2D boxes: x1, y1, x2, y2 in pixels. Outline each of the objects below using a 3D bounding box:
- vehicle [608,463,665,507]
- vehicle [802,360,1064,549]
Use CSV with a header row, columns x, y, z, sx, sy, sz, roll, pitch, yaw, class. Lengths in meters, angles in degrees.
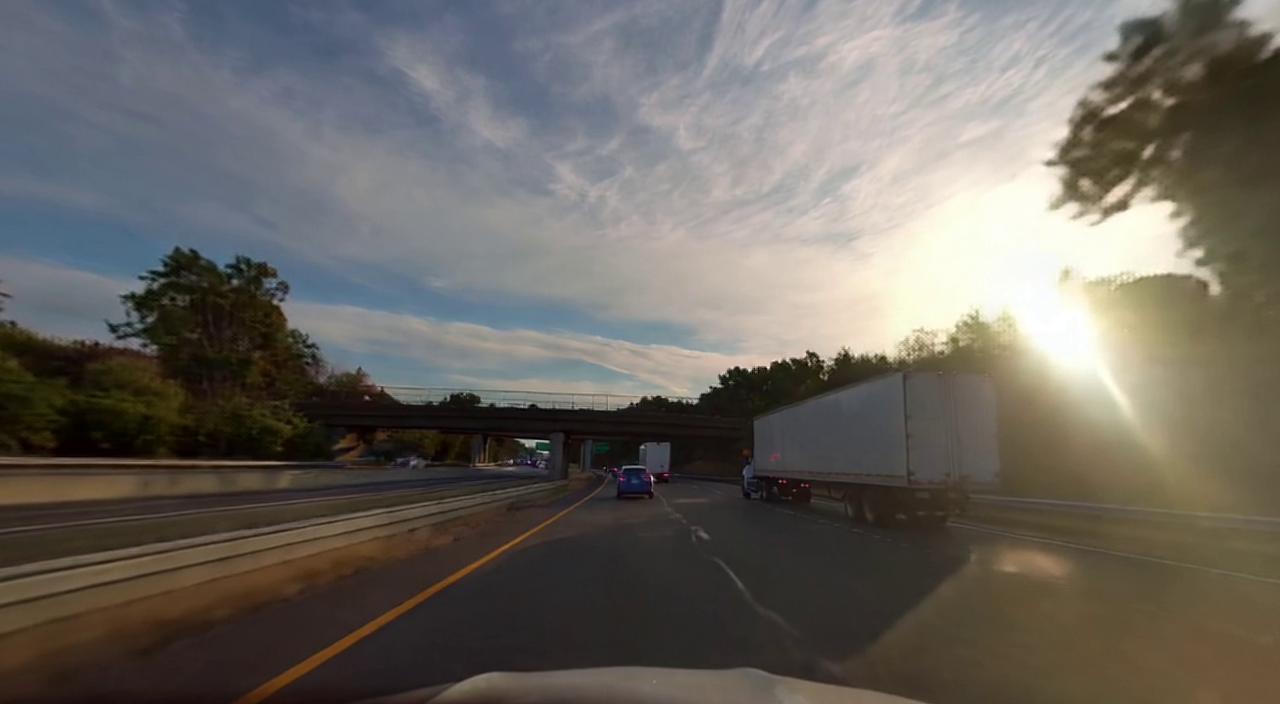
x,y,z,sx,sy,sz,roll,pitch,yaw,class
-0.141,5.133,24.504,2.067,1.552,3.601,1,-11,-1,vehicle
6.814,2.748,16.563,2.839,3.684,8.091,1,-11,-1,vehicle
